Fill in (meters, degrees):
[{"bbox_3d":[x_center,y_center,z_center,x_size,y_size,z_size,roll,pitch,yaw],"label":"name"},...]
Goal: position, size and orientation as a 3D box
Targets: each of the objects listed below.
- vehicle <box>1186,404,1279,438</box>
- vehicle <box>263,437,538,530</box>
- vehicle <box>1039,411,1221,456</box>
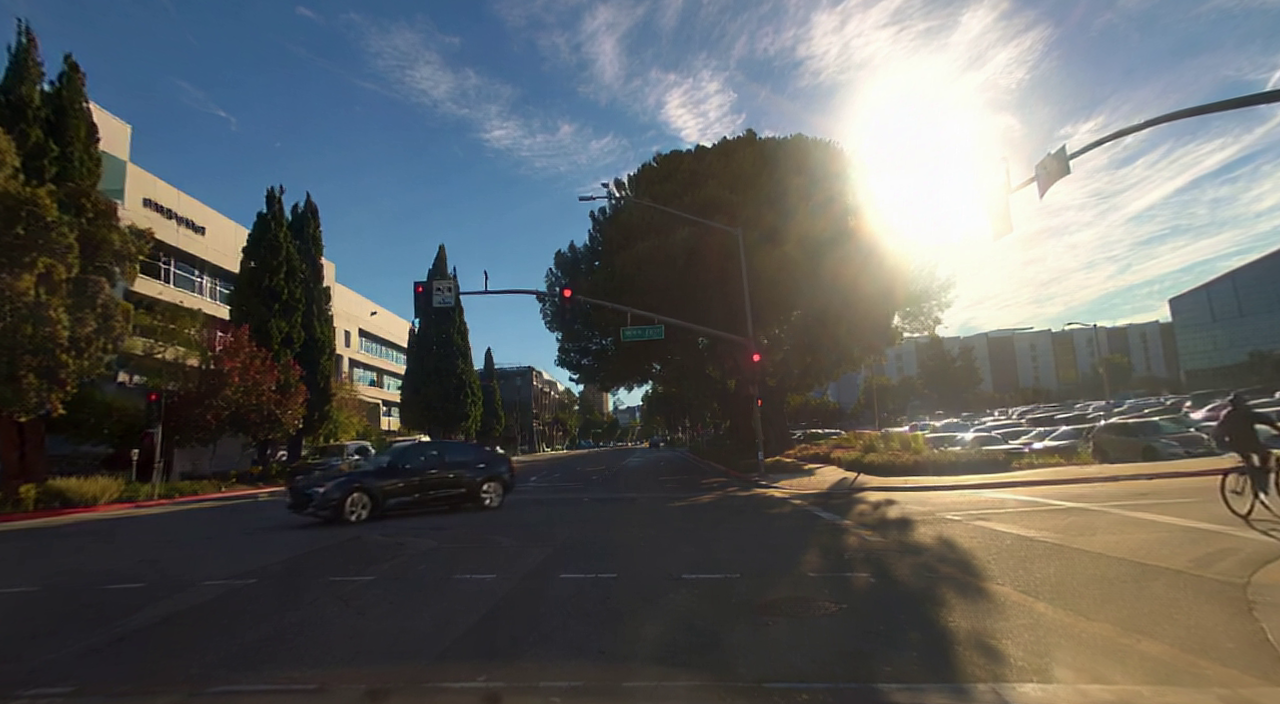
[{"bbox_3d":[34.895,4.024,36.660,4.326,1.511,1.725,-8,-9,17],"label":"vehicle"},{"bbox_3d":[-4.307,2.323,11.629,4.385,1.419,1.855,5,-10,-29],"label":"vehicle"},{"bbox_3d":[16.921,2.904,22.114,4.560,1.453,1.851,-3,-9,18],"label":"vehicle"}]
